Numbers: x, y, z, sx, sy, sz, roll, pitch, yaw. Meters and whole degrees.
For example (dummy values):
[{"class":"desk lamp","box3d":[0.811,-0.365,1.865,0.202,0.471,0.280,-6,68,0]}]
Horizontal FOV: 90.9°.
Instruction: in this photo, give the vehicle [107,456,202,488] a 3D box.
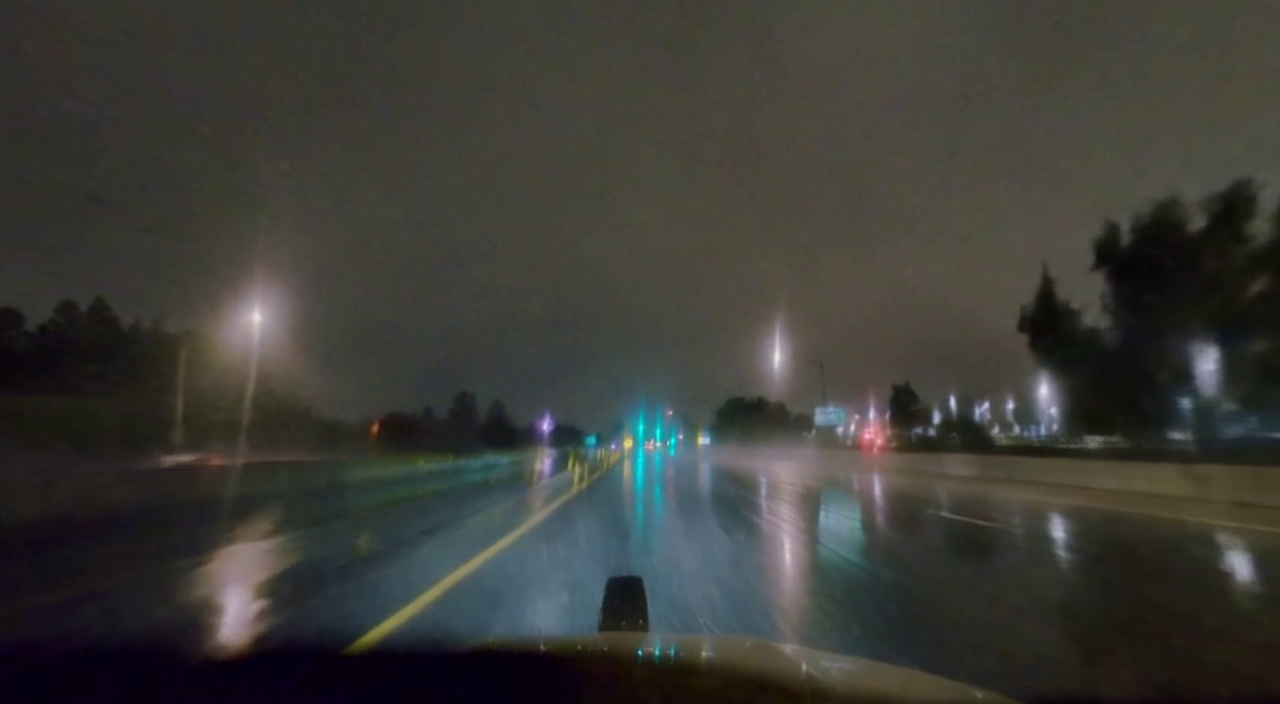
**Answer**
[{"class":"vehicle","box3d":[-27.876,6.859,36.404,1.849,1.591,4.504,0,-8,0]}]
